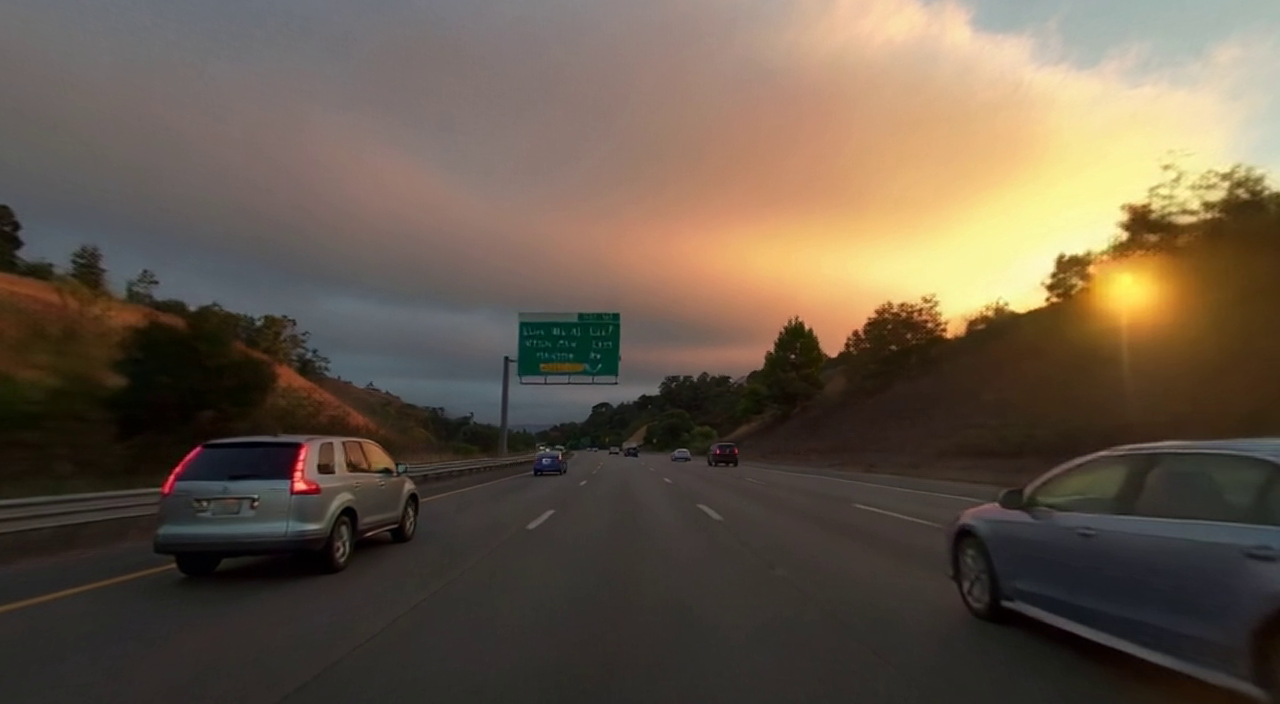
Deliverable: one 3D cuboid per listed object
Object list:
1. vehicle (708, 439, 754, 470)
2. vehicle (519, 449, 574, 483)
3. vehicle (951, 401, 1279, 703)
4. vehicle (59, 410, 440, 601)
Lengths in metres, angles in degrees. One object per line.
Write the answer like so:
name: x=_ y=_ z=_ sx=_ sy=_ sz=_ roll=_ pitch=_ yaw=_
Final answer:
vehicle: x=6.523 y=7.480 z=45.885 sx=2.378 sy=2.096 sz=5.119 roll=0 pitch=-9 yaw=-2
vehicle: x=-4.400 y=5.419 z=30.302 sx=2.009 sy=1.488 sz=4.289 roll=0 pitch=-9 yaw=-1
vehicle: x=3.721 y=1.080 z=3.137 sx=2.120 sy=1.572 sz=4.344 roll=0 pitch=-9 yaw=0
vehicle: x=-4.288 y=1.748 z=8.015 sx=2.079 sy=1.745 sz=4.281 roll=0 pitch=-9 yaw=0
